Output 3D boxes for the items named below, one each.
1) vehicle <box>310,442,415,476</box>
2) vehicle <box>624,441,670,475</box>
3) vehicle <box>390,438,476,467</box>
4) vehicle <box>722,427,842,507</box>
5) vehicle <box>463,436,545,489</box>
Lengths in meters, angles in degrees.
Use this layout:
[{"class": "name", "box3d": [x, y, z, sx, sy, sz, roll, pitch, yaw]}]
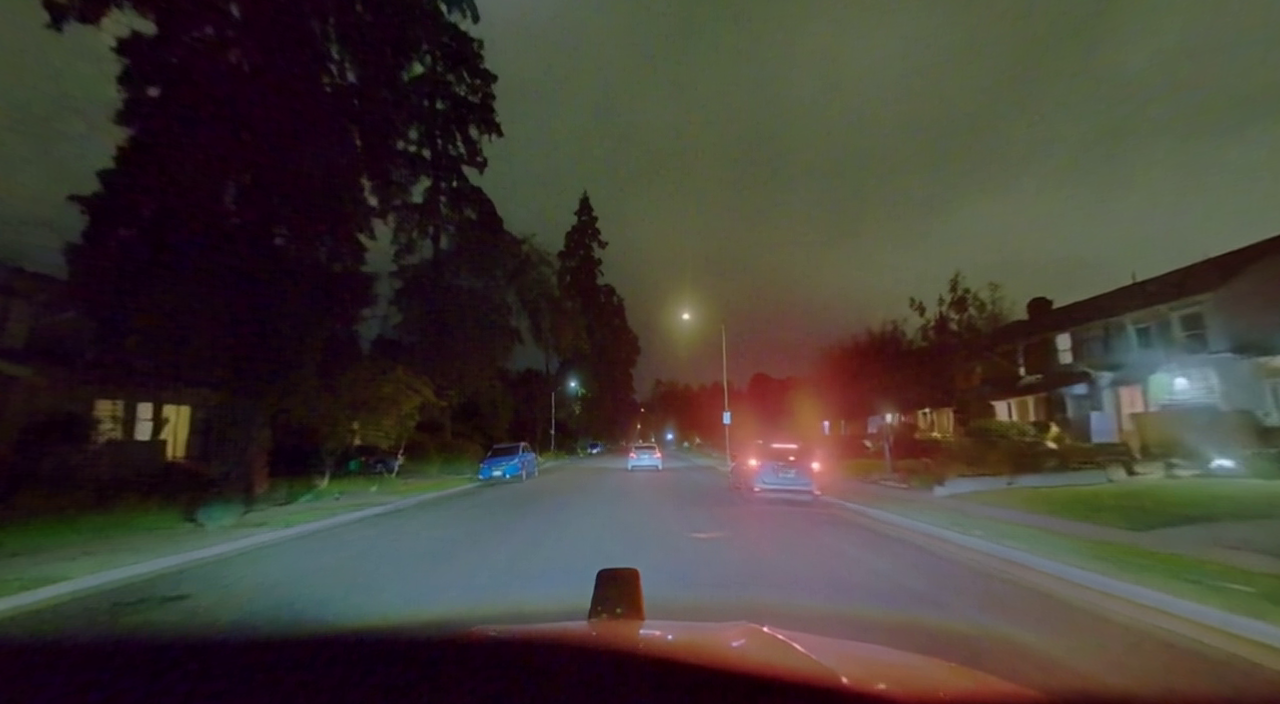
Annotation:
[{"class": "vehicle", "box3d": [-13.121, 5.070, 30.026, 4.129, 1.523, 1.839, 0, -9, 2]}, {"class": "vehicle", "box3d": [0.307, 4.870, 29.348, 2.000, 1.449, 4.006, 0, -8, 0]}, {"class": "vehicle", "box3d": [-13.166, 6.442, 40.427, 4.765, 1.791, 1.941, 0, -9, -1]}, {"class": "vehicle", "box3d": [3.330, 2.794, 15.794, 1.978, 1.690, 4.306, 0, -8, 0]}, {"class": "vehicle", "box3d": [-5.355, 4.377, 25.549, 2.126, 1.816, 4.796, -3, -8, 1]}]
